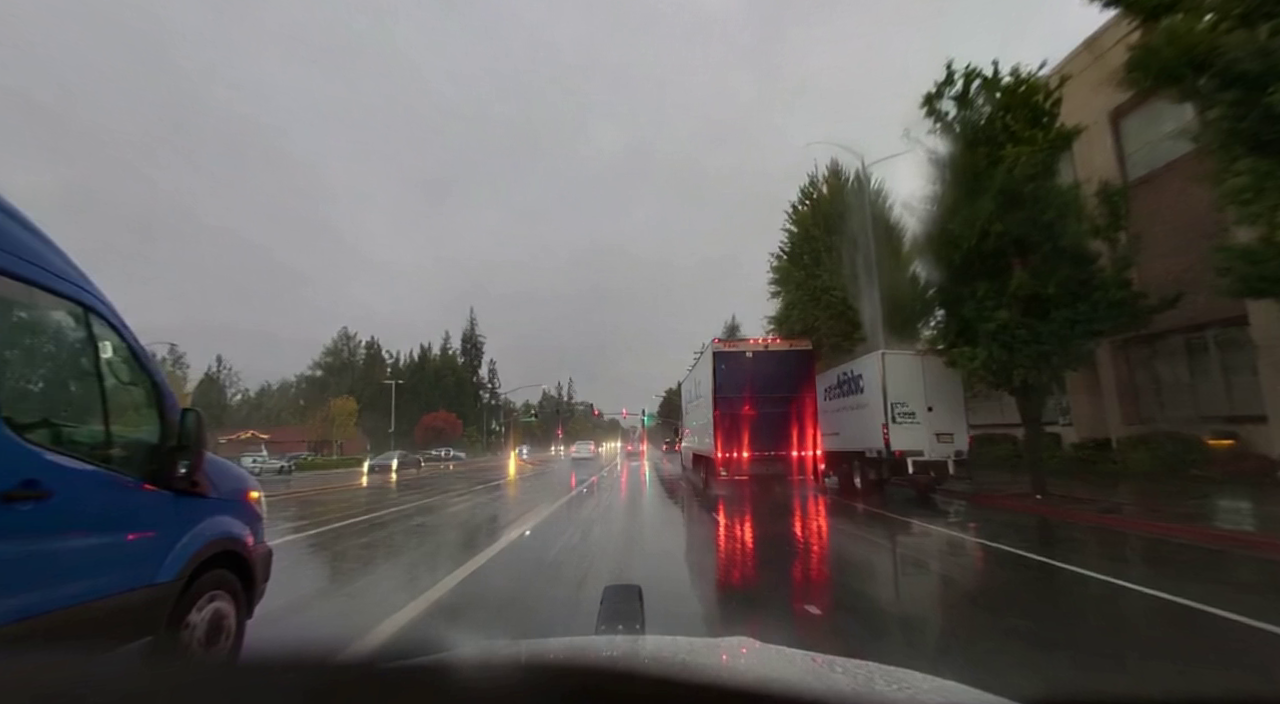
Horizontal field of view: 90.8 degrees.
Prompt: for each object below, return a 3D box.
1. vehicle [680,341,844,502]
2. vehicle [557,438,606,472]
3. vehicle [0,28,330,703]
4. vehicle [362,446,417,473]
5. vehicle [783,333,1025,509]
[{"bbox_3d":[2.956,2.244,18.801,2.861,3.525,9.858,0,-9,0],"label":"vehicle"},{"bbox_3d":[-3.306,5.986,36.941,2.356,1.766,5.674,0,-9,0],"label":"vehicle"},{"bbox_3d":[-3.446,0.118,1.069,2.443,2.784,6.493,0,-9,0],"label":"vehicle"},{"bbox_3d":[-18.040,7.734,45.683,2.053,1.773,4.649,0,-9,0],"label":"vehicle"},{"bbox_3d":[6.974,2.233,18.889,3.005,3.947,9.252,0,-9,-1],"label":"vehicle"}]
